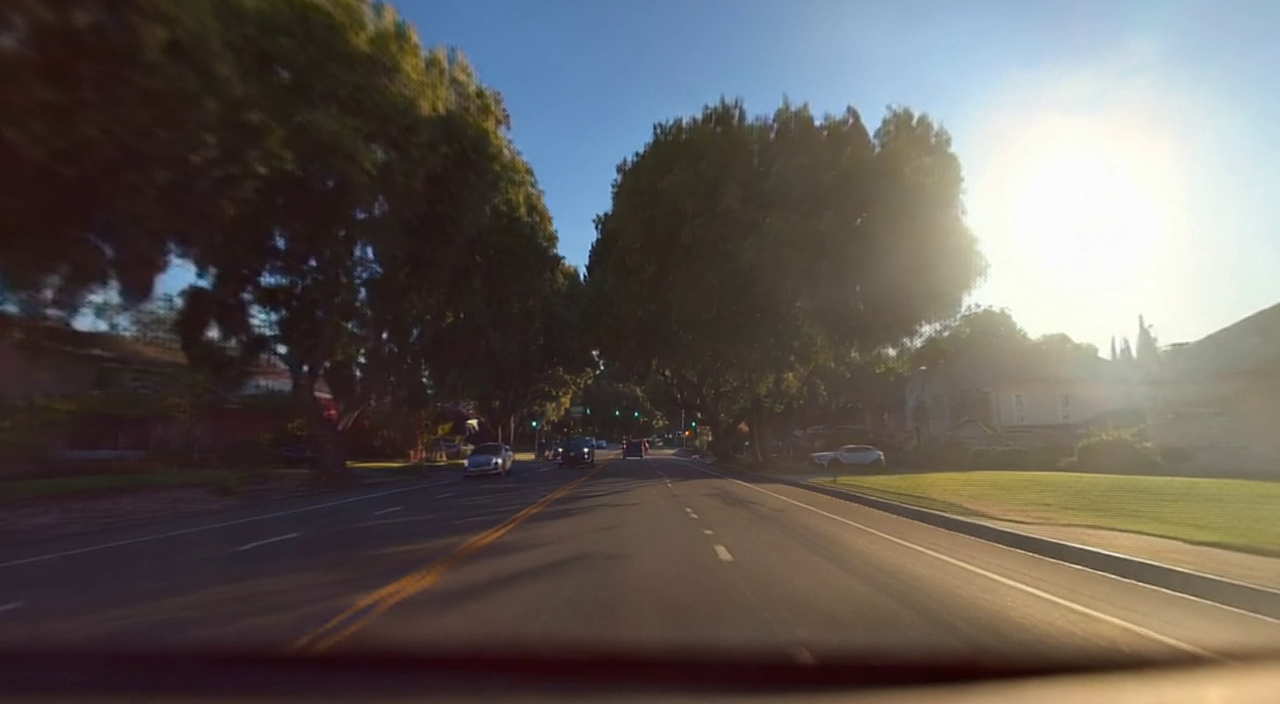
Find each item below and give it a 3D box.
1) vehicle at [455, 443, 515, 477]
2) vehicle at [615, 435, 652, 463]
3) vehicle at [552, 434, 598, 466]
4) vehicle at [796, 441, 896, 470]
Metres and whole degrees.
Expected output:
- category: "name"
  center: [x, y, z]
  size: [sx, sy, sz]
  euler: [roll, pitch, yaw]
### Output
- category: "vehicle"
  center: [-7.432, 5.210, 30.710]
  size: [1.961, 1.510, 3.827]
  euler: [0, -9, 0]
- category: "vehicle"
  center: [-0.394, 7.129, 46.382]
  size: [2.554, 1.902, 5.329]
  euler: [0, -9, 1]
- category: "vehicle"
  center: [-4.185, 6.475, 41.675]
  size: [2.429, 1.953, 5.345]
  euler: [0, -9, 1]
- category: "vehicle"
  center: [11.110, 5.605, 34.289]
  size: [4.697, 1.462, 1.881]
  euler: [0, -8, -2]
